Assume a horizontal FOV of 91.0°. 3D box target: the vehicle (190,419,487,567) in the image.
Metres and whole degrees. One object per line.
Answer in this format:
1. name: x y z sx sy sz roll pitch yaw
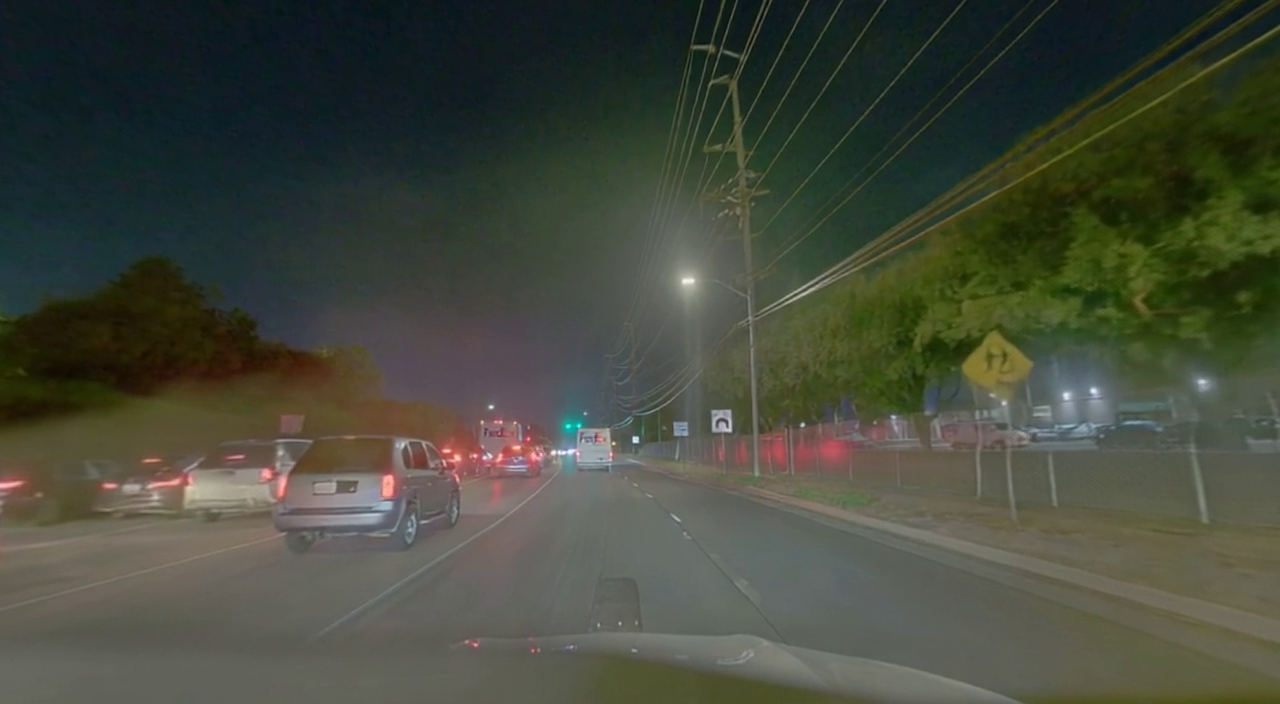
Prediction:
1. vehicle: -4.079 1.989 9.735 2.388 1.692 4.684 0 -8 -2

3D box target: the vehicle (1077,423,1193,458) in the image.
1. vehicle: 30.669 5.508 39.069 5.535 2.130 2.145 1 -9 -6

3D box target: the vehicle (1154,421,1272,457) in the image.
1. vehicle: 37.896 5.767 41.750 5.472 2.276 2.302 0 -8 0

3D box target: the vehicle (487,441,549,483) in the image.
1. vehicle: -5.283 4.824 27.971 2.057 1.673 4.934 1 -8 -4

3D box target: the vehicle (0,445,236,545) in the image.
1. vehicle: -10.952 2.771 12.928 2.037 1.455 5.174 -3 -7 -2

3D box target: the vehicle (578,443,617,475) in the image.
1. vehicle: -2.400 5.956 35.440 2.055 1.671 4.147 1 -8 -5

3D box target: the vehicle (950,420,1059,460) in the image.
1. vehicle: 28.727 6.951 49.765 7.011 3.014 2.594 1 -9 -4
